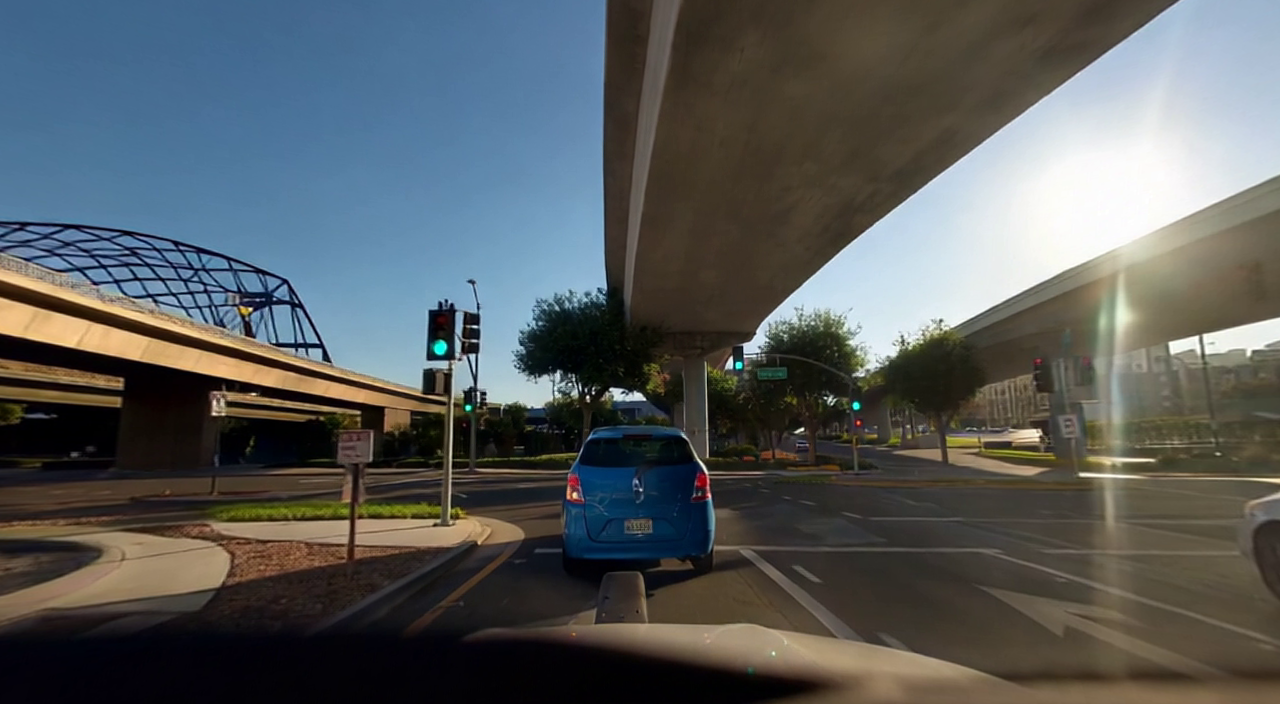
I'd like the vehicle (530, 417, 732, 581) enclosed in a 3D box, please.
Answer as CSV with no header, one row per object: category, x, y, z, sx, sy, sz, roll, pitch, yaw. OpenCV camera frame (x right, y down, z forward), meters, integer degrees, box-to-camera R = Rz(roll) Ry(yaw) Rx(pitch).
vehicle,-0.147,1.735,8.121,1.976,1.584,3.772,1,-9,-2
